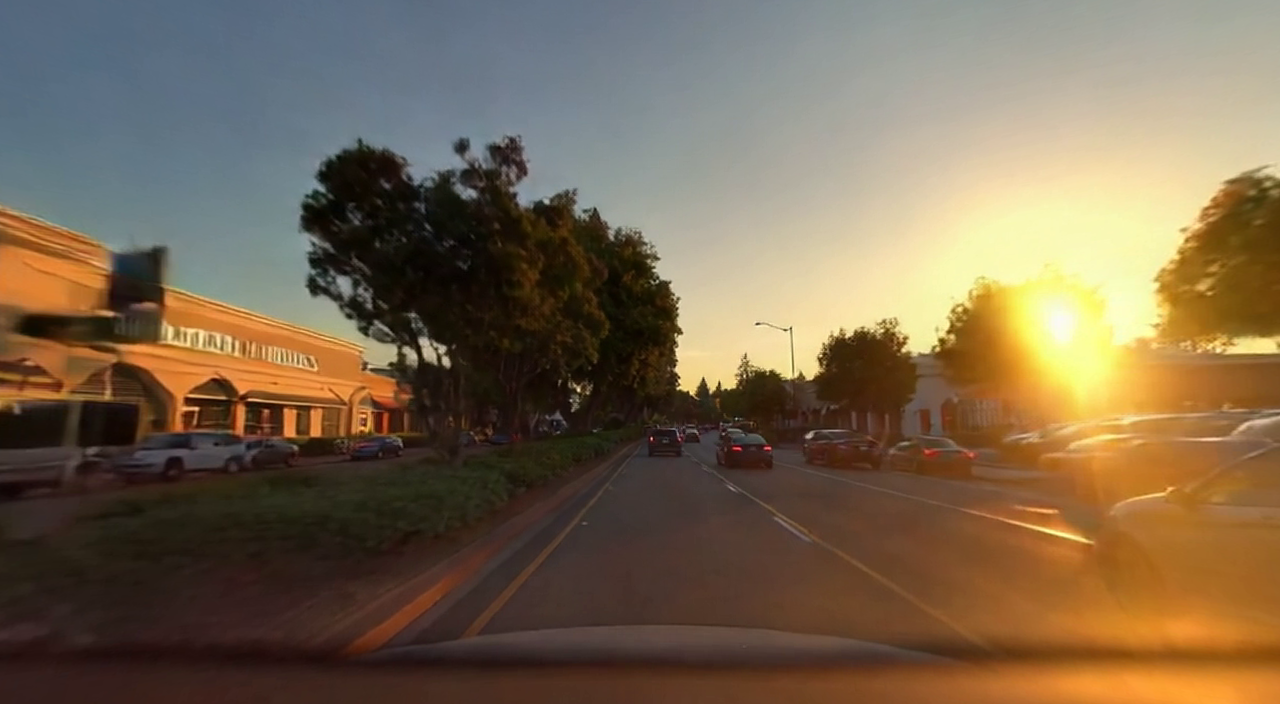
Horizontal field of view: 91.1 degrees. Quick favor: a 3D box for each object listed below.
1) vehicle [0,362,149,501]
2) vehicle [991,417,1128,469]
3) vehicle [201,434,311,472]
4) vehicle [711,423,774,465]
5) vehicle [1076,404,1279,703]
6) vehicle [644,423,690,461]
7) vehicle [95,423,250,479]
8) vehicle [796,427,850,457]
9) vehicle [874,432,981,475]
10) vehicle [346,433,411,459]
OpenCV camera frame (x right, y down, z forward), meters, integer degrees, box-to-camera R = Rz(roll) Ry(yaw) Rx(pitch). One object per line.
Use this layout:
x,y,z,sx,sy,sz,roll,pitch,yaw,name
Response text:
-18.196,2.199,17.338,2.811,3.604,7.566,0,-8,2,vehicle
16.581,3.649,25.205,2.066,1.840,4.862,1,-8,-1,vehicle
-18.170,4.792,30.077,2.141,1.655,4.978,0,-8,0,vehicle
4.432,4.076,27.840,2.115,1.692,4.189,0,-8,0,vehicle
4.033,0.867,2.140,1.908,1.463,4.506,0,-8,1,vehicle
1.276,4.418,30.794,2.098,1.682,3.778,0,-8,2,vehicle
-18.230,3.892,24.928,1.948,1.965,5.421,0,-8,0,vehicle
11.392,5.649,39.359,2.123,1.726,4.520,0,-8,1,vehicle
11.334,4.027,25.185,2.110,1.535,4.506,1,-8,-1,vehicle
-17.781,6.375,42.961,2.034,1.532,5.548,1,-7,1,vehicle
